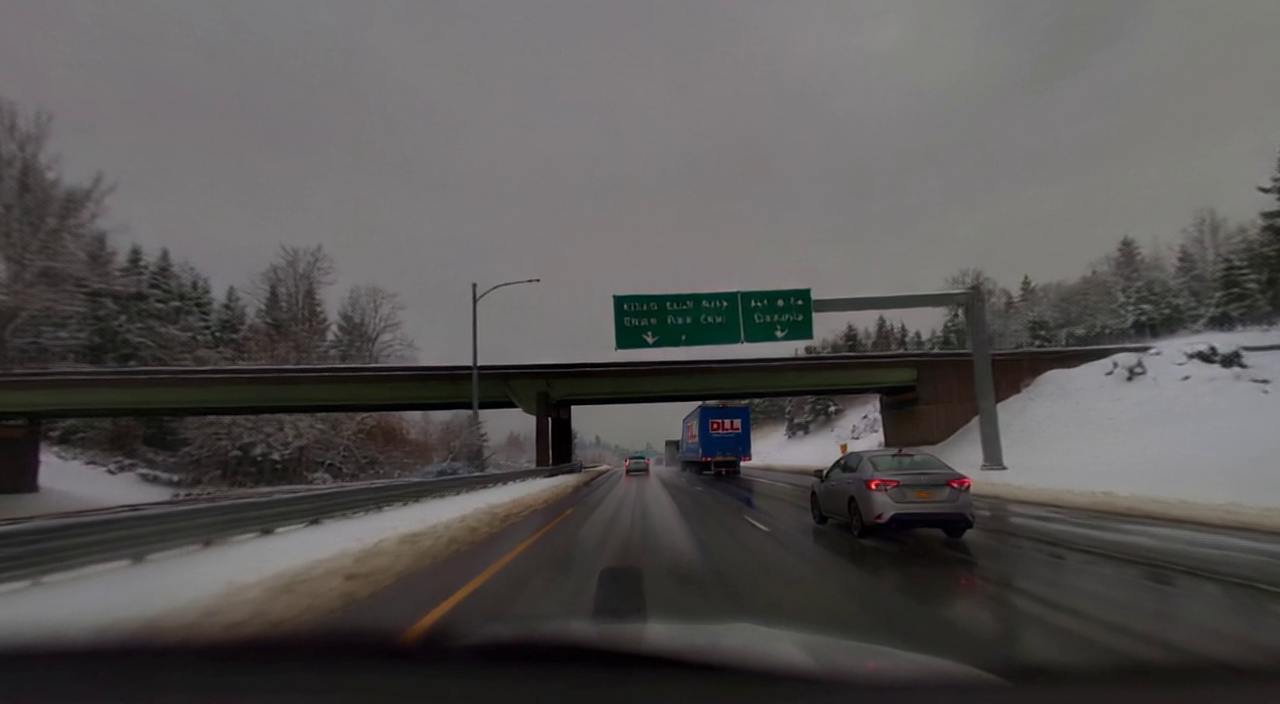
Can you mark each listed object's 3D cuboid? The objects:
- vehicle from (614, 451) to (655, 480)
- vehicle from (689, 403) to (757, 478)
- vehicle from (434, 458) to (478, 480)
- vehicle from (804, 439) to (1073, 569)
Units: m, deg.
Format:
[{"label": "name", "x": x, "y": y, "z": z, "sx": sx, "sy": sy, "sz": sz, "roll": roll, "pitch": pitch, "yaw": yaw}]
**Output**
[{"label": "vehicle", "x": -0.309, "y": 6.031, "z": 33.762, "sx": 2.055, "sy": 1.445, "sz": 3.661, "roll": 0, "pitch": -9, "yaw": 0}, {"label": "vehicle", "x": 4.822, "y": 5.417, "z": 38.260, "sx": 2.838, "sy": 3.985, "sz": 8.010, "roll": 0, "pitch": -9, "yaw": -1}, {"label": "vehicle", "x": -13.669, "y": 8.718, "z": 47.043, "sx": 1.831, "sy": 1.464, "sz": 4.303, "roll": -1, "pitch": -9, "yaw": 2}, {"label": "vehicle", "x": 3.967, "y": 2.069, "z": 9.351, "sx": 1.894, "sy": 1.452, "sz": 4.164, "roll": 0, "pitch": -9, "yaw": -1}]
